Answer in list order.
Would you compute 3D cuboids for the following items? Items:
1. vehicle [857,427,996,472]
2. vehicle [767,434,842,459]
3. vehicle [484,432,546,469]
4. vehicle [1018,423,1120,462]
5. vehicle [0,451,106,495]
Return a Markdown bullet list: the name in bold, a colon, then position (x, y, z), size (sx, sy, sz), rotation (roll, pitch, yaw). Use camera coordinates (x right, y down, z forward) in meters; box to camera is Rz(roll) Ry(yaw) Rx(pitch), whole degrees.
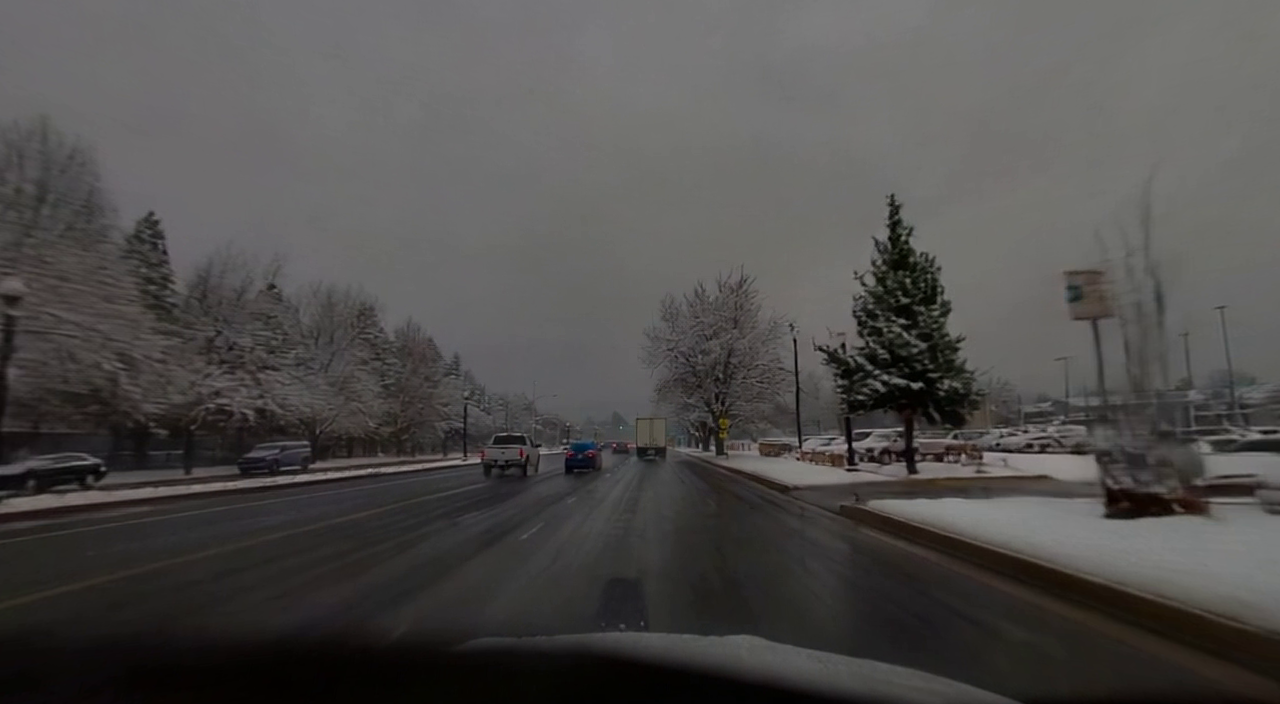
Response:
- **vehicle**: position (11.447, 3.925, 25.430), size (4.655, 1.688, 1.876), rotation (0, -9, 2)
- **vehicle**: position (10.658, 6.147, 41.017), size (4.346, 1.595, 1.964), rotation (0, -9, 0)
- **vehicle**: position (-6.724, 5.385, 34.623), size (2.149, 1.893, 5.187), rotation (0, -8, 2)
- **vehicle**: position (21.424, 4.585, 31.762), size (1.888, 1.812, 4.911), rotation (-1, -8, 4)
- **vehicle**: position (-26.021, 5.129, 27.134), size (1.918, 1.687, 4.653), rotation (0, -8, 1)
